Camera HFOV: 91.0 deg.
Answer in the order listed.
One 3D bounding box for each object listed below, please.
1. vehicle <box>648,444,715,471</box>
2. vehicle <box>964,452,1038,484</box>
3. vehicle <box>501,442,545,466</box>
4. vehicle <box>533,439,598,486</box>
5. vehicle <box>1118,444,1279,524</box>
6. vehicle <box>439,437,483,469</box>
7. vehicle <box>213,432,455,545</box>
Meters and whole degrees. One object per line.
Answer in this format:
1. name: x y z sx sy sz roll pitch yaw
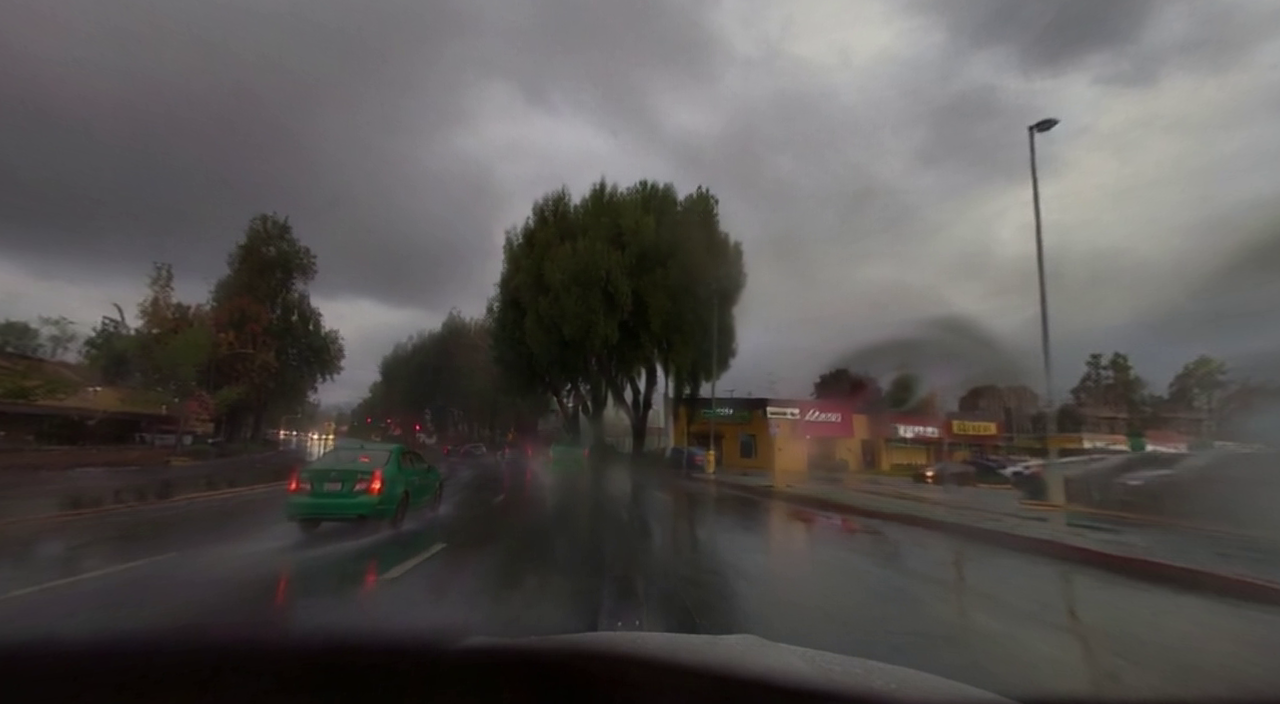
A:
1. vehicle: 2.765 7.216 43.361 2.095 1.697 4.801 6 -10 -34
2. vehicle: 20.904 6.636 36.359 4.486 1.658 2.031 6 -10 -37
3. vehicle: -7.362 6.331 39.236 1.920 1.416 4.310 3 -9 -20
4. vehicle: -2.769 3.883 22.544 2.001 1.483 4.442 2 -8 -11
5. vehicle: 13.936 2.922 14.238 4.442 1.646 2.106 0 -8 2
6. vehicle: -9.489 5.283 33.118 2.042 1.593 3.956 3 -9 -17
7. vehicle: -4.788 2.172 10.881 2.105 1.477 4.857 1 -8 -5
